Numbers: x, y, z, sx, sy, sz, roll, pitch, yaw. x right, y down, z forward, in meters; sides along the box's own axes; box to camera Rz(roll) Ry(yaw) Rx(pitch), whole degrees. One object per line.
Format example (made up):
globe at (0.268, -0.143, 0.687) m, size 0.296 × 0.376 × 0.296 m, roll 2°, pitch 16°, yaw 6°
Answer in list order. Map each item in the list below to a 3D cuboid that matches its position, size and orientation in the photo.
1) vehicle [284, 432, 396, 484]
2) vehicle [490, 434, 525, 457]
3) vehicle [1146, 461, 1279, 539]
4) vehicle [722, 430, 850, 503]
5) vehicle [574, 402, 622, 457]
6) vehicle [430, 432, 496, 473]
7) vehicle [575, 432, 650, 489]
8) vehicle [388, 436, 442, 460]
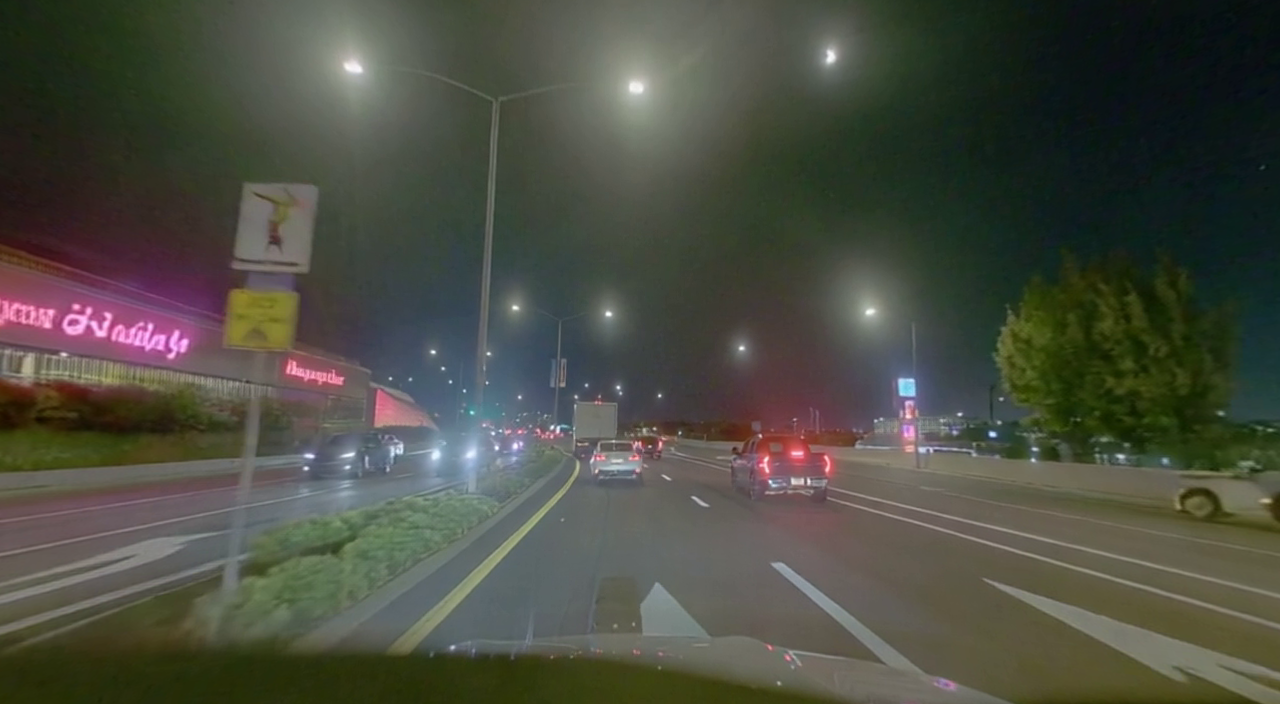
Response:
vehicle at (-10.357, 3.657, 22.176) m, size 2.091 × 1.642 × 4.299 m, roll 0°, pitch -8°, yaw -4°
vehicle at (-9.456, 6.666, 45.143) m, size 2.007 × 1.532 × 4.266 m, roll 0°, pitch -7°, yaw -6°
vehicle at (13.942, 3.144, 13.594) m, size 4.197 × 1.467 × 1.928 m, roll -2°, pitch -8°, yaw 10°
vehicle at (3.256, 2.618, 14.948) m, size 1.889 × 1.480 × 3.876 m, roll 0°, pitch -8°, yaw -4°
vehicle at (-3.067, 5.467, 44.122) m, size 2.917 × 3.482 × 6.946 m, roll 1°, pitch -8°, yaw -7°
vehicle at (-7.492, 4.264, 27.089) m, size 1.966 × 1.616 × 4.038 m, roll 0°, pitch -8°, yaw -5°
vehicle at (-0.835, 3.108, 18.499) m, size 1.991 × 1.472 × 3.518 m, roll 0°, pitch -8°, yaw -4°
vehicle at (-14.625, 6.242, 41.242) m, size 1.889 × 1.481 × 4.820 m, roll 0°, pitch -8°, yaw -1°
